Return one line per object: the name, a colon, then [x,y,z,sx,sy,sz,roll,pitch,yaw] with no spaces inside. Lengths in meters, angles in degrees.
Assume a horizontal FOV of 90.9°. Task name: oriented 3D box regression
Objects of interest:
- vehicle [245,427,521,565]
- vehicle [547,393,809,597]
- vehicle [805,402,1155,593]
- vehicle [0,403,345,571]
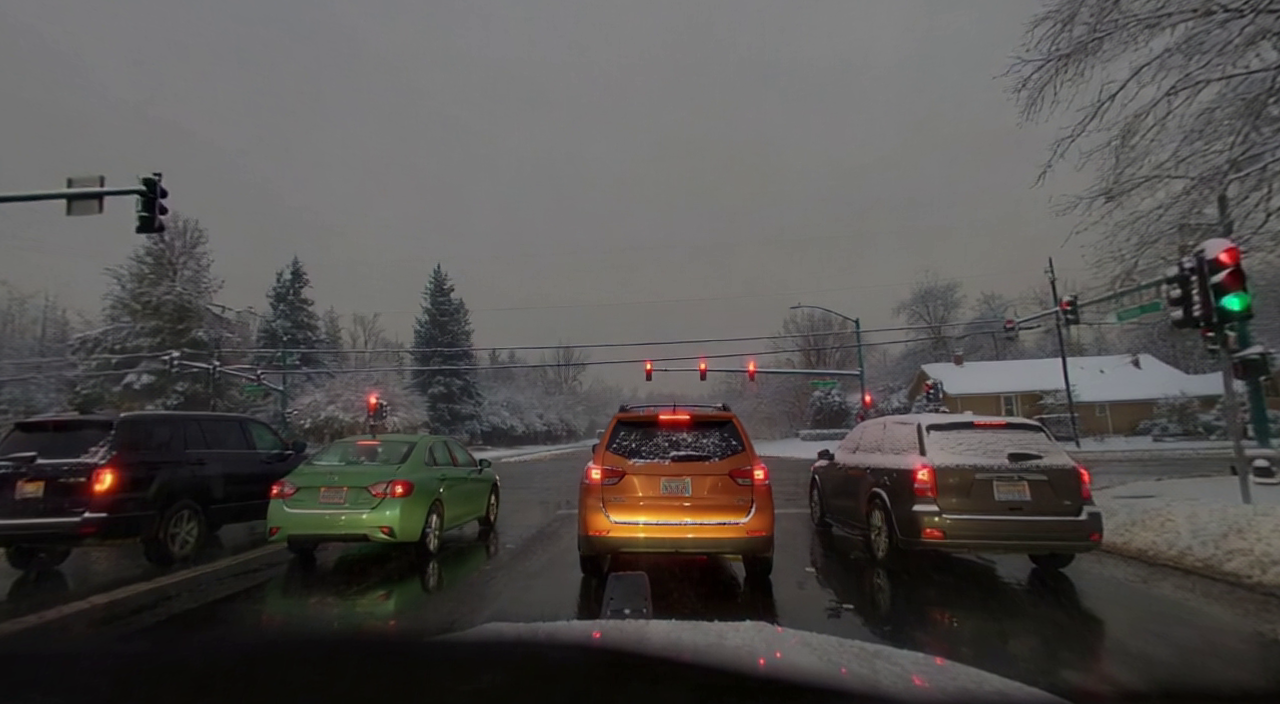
vehicle: [-3.234,1.888,9.103,1.885,1.475,4.359,-1,-8,4]
vehicle: [0.395,1.515,7.486,2.198,1.708,4.170,0,-8,2]
vehicle: [3.530,1.588,7.747,2.047,1.638,4.395,-1,-8,4]
vehicle: [-6.634,1.817,9.306,2.075,1.796,4.785,0,-8,2]
